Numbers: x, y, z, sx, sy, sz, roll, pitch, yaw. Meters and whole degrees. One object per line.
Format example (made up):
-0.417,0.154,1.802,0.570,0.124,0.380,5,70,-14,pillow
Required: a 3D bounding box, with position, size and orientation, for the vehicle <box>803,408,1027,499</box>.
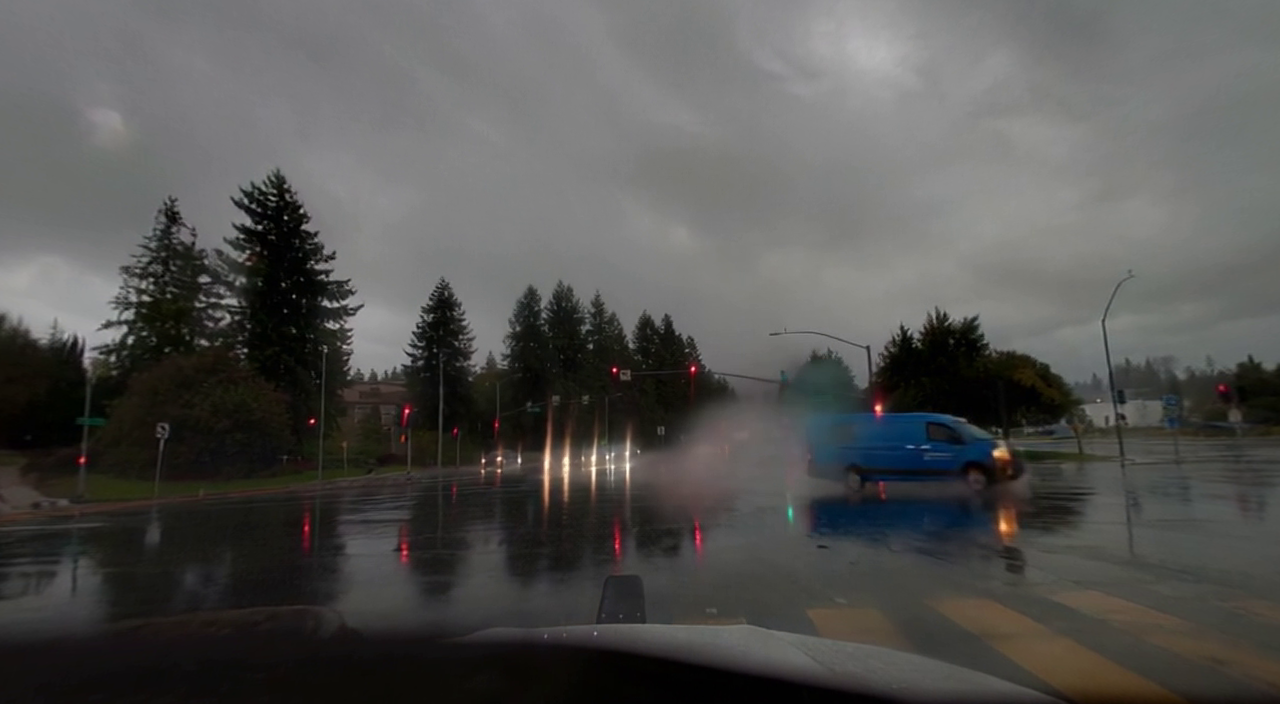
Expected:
8.198,3.052,19.278,5.791,2.404,2.465,-4,-9,26,vehicle
